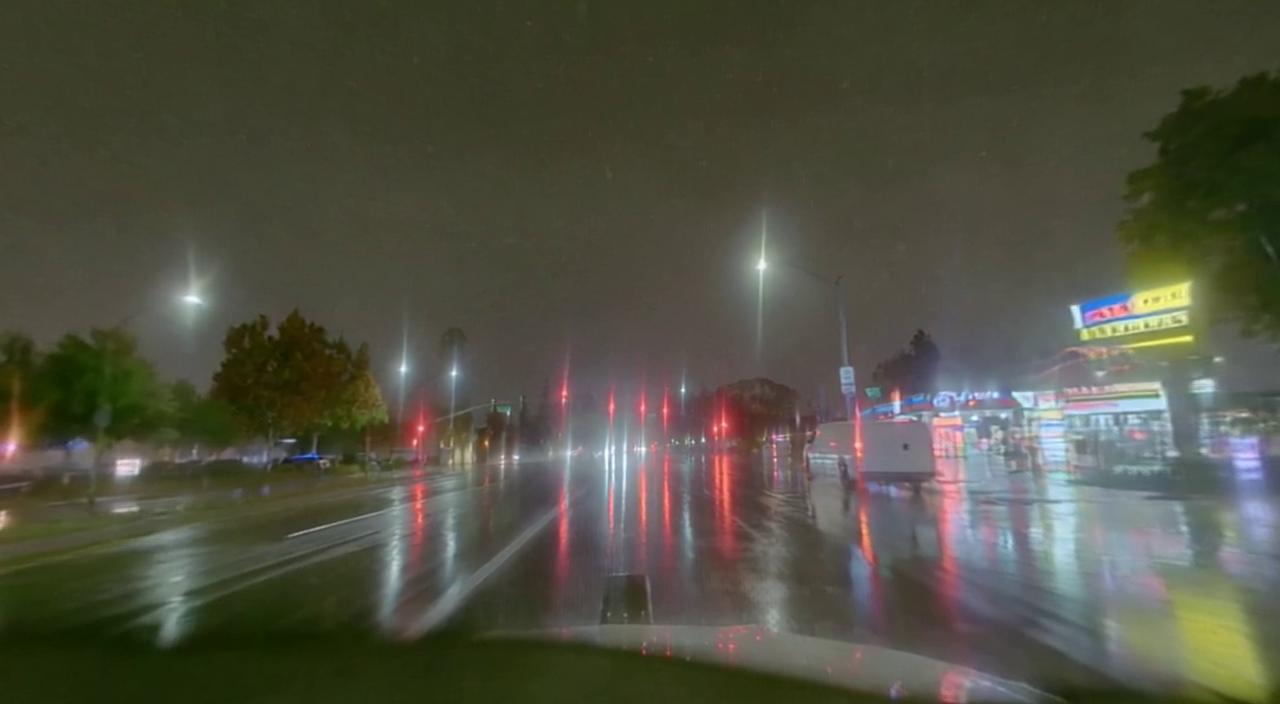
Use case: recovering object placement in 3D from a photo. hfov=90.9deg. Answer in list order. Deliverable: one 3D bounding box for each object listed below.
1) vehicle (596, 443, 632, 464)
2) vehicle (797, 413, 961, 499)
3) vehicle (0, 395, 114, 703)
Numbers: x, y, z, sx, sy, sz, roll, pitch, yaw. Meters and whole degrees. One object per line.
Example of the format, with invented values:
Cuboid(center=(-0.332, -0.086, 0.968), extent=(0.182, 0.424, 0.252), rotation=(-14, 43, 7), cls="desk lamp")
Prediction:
Cuboid(center=(-1.859, 7.479, 46.541), extent=(2.082, 1.460, 4.442), rotation=(-1, -8, 5), cls="vehicle")
Cuboid(center=(7.329, 3.311, 20.500), extent=(2.764, 2.327, 6.492), rotation=(0, -8, 0), cls="vehicle")
Cuboid(center=(-3.384, 0.646, 0.559), extent=(2.018, 1.470, 4.346), rotation=(0, -8, 1), cls="vehicle")
